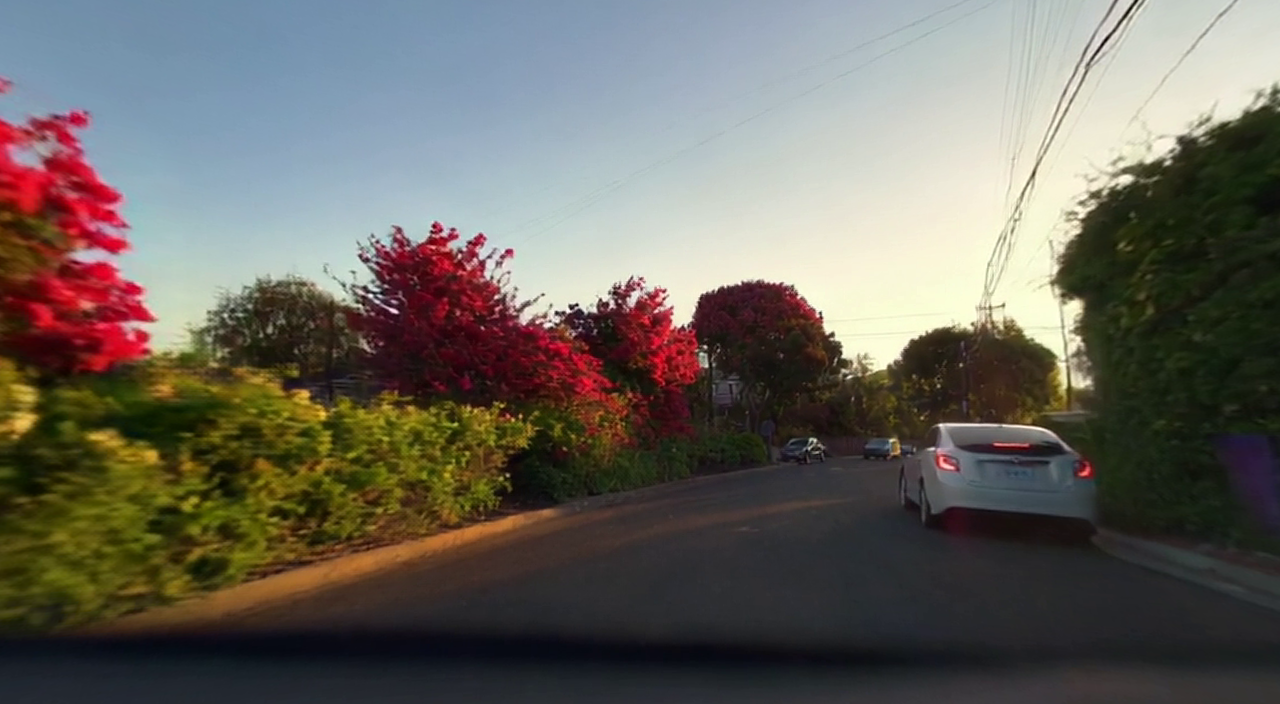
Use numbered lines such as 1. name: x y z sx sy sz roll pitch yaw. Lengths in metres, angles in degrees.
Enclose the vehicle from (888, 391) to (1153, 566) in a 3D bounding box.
1. vehicle: 5.394 1.823 10.008 2.311 1.909 5.570 -3 -9 18
